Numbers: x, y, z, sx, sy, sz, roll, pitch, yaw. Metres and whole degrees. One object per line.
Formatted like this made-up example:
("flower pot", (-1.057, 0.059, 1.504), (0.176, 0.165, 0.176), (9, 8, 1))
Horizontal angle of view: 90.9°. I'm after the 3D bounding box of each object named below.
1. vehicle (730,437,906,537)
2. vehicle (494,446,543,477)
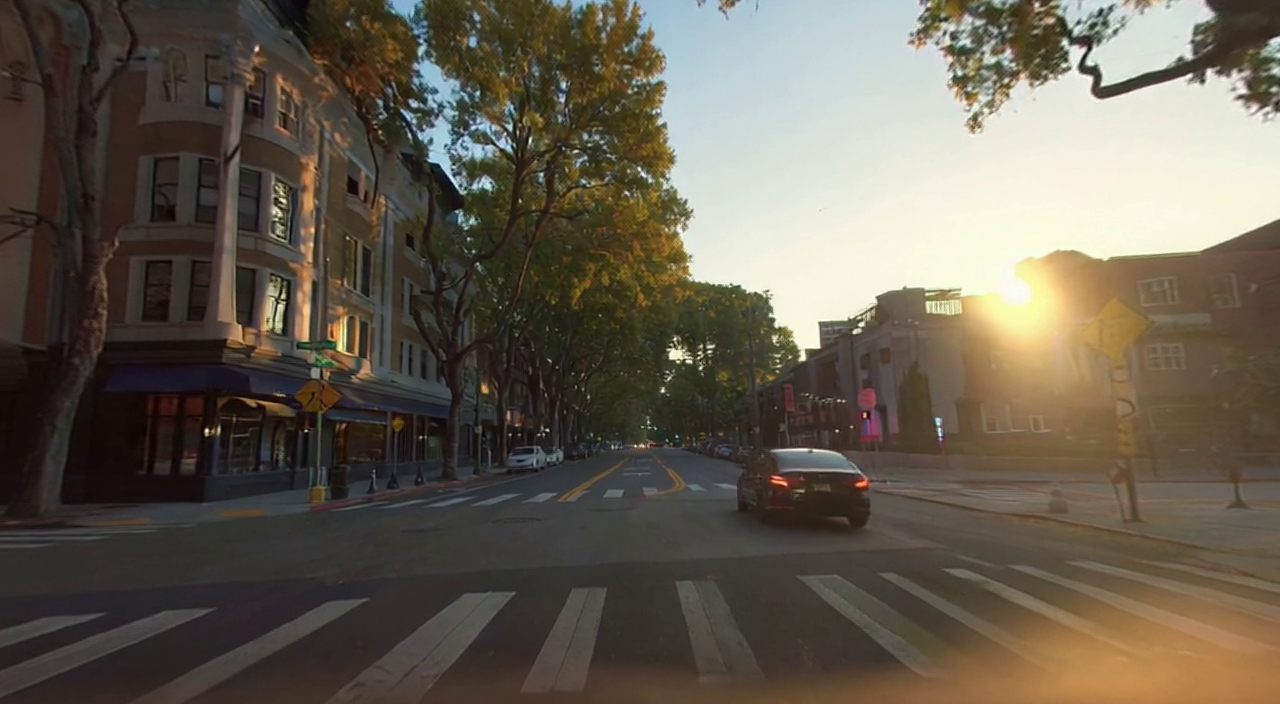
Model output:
("vehicle", (2.962, 2.328, 11.533), (2.014, 1.474, 4.090), (0, -8, 0))
("vehicle", (-6.916, 6.252, 36.307), (2.127, 1.533, 4.547), (-1, -8, -2))
